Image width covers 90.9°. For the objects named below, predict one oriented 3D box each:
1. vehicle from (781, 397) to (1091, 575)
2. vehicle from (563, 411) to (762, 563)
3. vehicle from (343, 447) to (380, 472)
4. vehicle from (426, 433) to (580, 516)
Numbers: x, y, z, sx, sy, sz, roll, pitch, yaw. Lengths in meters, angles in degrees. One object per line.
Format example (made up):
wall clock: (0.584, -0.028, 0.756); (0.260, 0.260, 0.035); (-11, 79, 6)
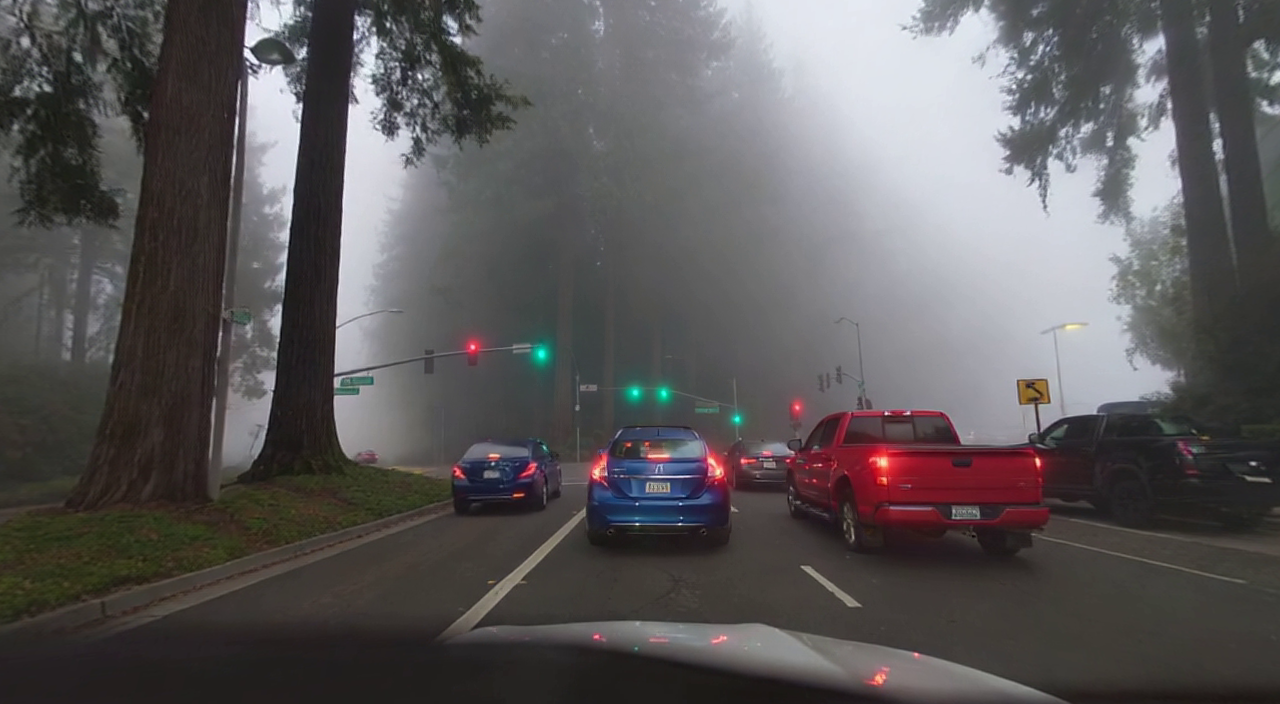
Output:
vehicle: (3.389, 1.633, 8.395); (2.099, 1.725, 4.290); (0, -8, 2)
vehicle: (0.248, 1.778, 8.977); (2.168, 1.641, 4.039); (0, -8, 0)
vehicle: (-19.327, 7.421, 43.888); (2.026, 1.587, 4.608); (3, -9, -20)
vehicle: (-2.727, 2.608, 14.056); (2.133, 1.496, 5.150); (0, -8, 2)
